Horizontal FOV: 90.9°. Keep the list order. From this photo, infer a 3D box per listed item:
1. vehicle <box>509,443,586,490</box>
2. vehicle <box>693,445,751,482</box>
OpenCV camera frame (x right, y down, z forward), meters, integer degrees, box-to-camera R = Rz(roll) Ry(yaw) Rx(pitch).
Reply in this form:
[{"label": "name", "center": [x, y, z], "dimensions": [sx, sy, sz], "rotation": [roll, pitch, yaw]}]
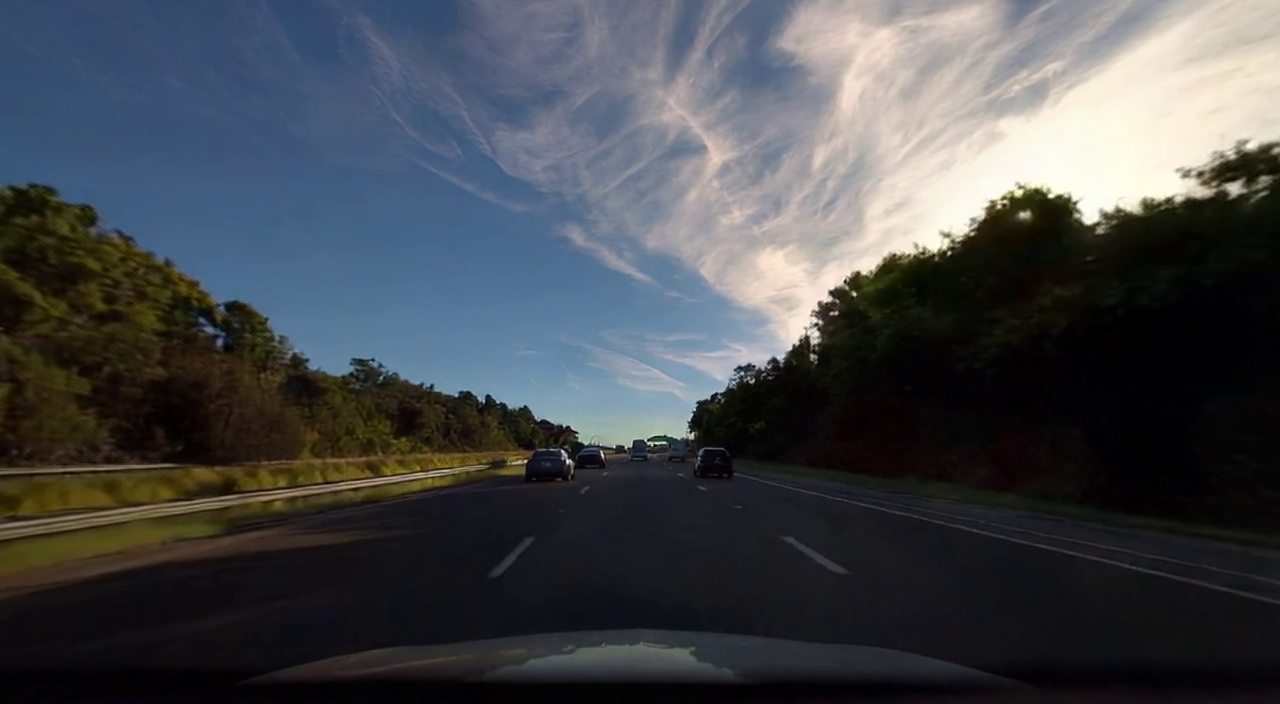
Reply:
[{"label": "vehicle", "center": [-3.137, 4.001, 22.273], "dimensions": [2.053, 1.483, 4.185], "rotation": [0, -9, 0]}, {"label": "vehicle", "center": [3.496, 4.818, 27.535], "dimensions": [1.926, 1.483, 3.528], "rotation": [0, -9, -3]}]
